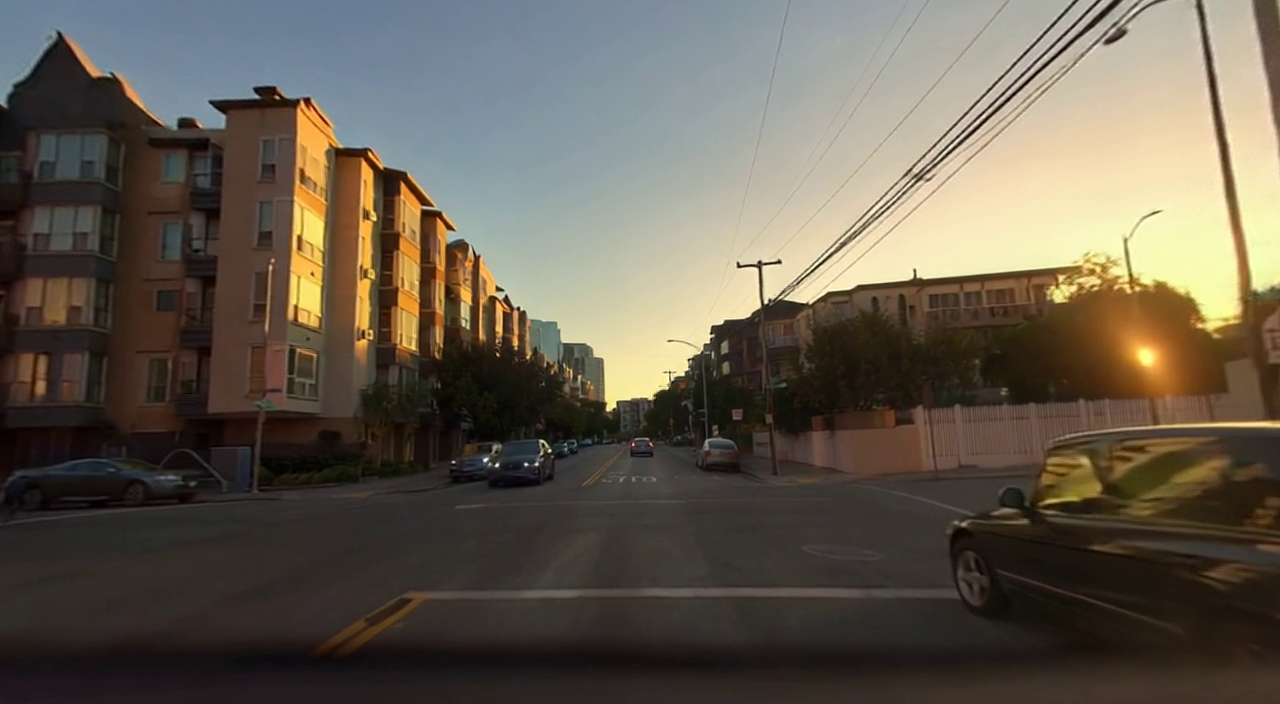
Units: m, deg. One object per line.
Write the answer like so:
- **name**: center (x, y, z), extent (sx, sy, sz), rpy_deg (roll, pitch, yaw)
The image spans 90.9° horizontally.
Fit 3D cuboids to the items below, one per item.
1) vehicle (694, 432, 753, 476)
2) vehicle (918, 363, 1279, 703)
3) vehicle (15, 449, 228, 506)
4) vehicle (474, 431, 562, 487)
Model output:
- **vehicle**: center (3.772, 4.734, 29.412), extent (2.164, 1.721, 4.416), rpy_deg (-4, -9, 1)
- **vehicle**: center (3.523, 1.062, 3.574), extent (1.994, 1.697, 4.274), rpy_deg (0, -8, 1)
- **vehicle**: center (-17.264, 4.182, 21.194), extent (5.354, 1.773, 1.991), rpy_deg (0, -8, 0)
- **vehicle**: center (-4.326, 3.890, 23.183), extent (2.201, 1.801, 4.750), rpy_deg (0, -8, 1)
